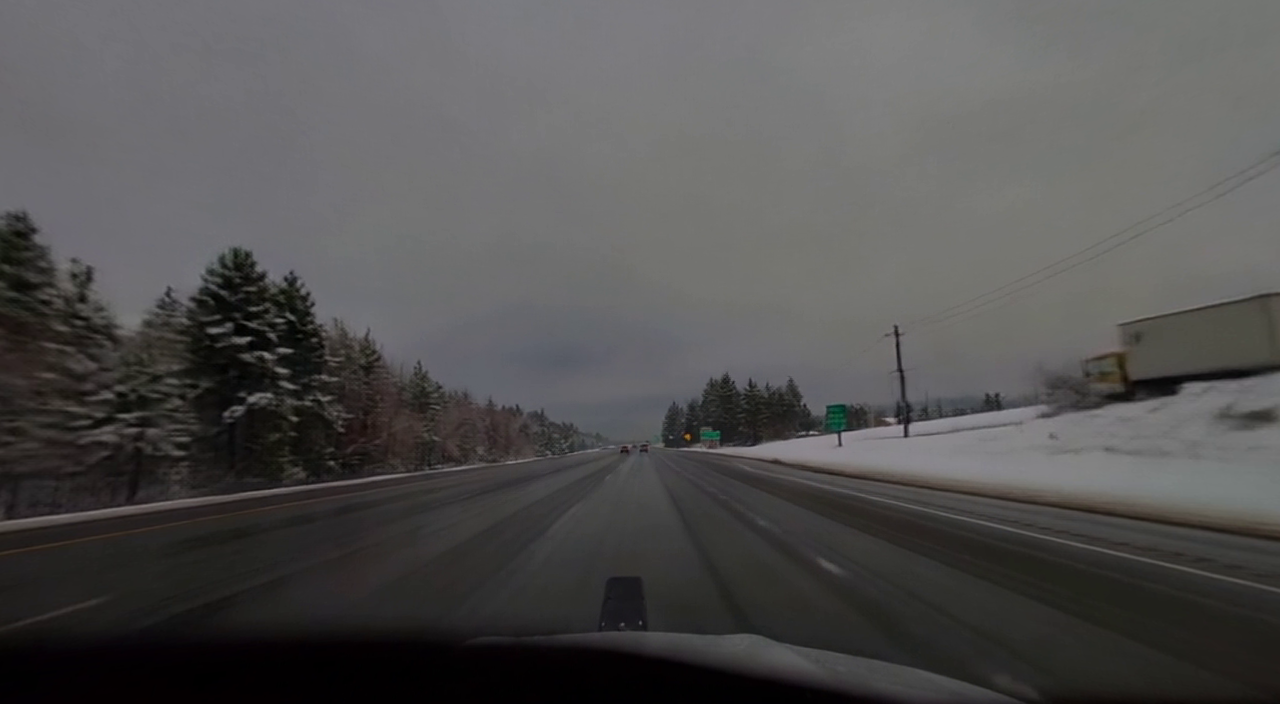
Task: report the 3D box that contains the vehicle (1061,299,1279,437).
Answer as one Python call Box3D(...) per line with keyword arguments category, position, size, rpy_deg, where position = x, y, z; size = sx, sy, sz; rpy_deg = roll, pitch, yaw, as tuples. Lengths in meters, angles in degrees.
Box3D(category="vehicle", position=(17.056, 0.874, 19.381), size=(2.821, 3.355, 7.583), rpy_deg=(0, -8, -1))
